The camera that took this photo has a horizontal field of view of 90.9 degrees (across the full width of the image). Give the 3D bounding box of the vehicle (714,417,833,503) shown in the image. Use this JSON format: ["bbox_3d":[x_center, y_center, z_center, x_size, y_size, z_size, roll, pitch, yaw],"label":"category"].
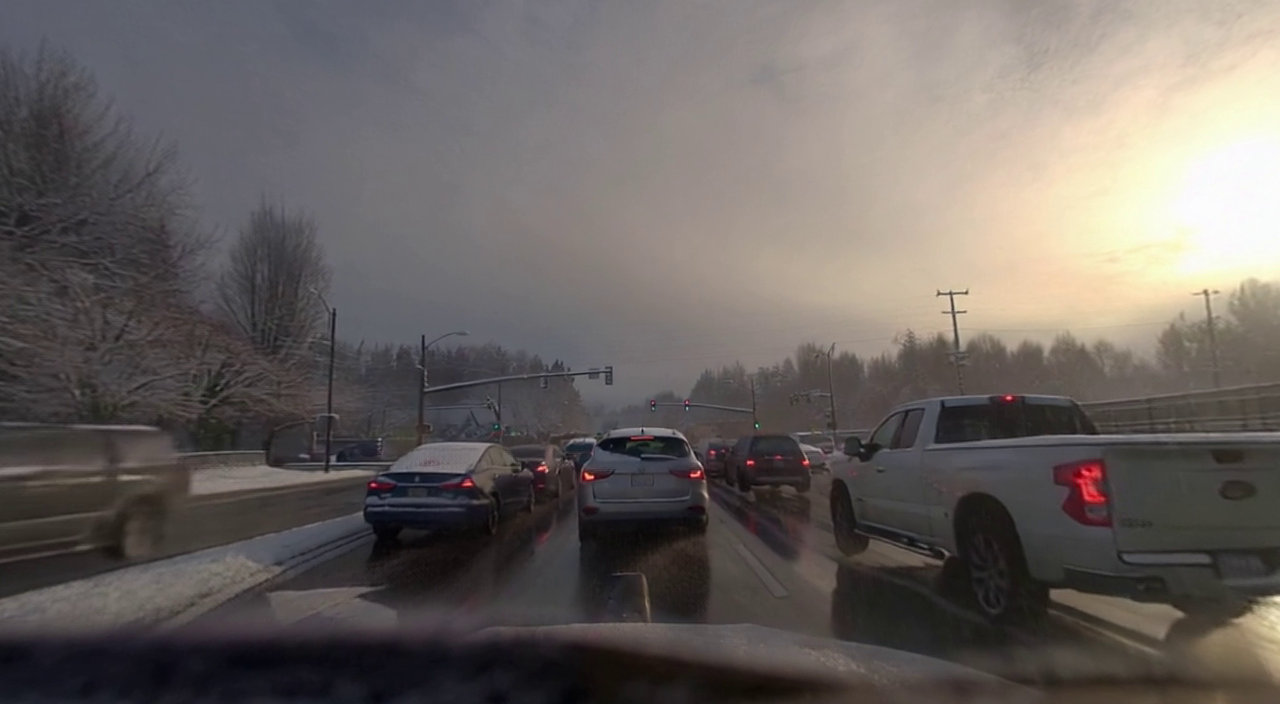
[{"bbox_3d":[3.654,3.112,18.567,2.408,2.100,5.668,0,-9,2],"label":"vehicle"}]

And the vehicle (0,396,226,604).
[{"bbox_3d":[-6.952,1.465,6.487,2.159,1.885,4.661,0,-9,0],"label":"vehicle"}]

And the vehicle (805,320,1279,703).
[{"bbox_3d":[3.410,1.215,5.675,2.317,1.857,5.940,0,-9,1],"label":"vehicle"}]

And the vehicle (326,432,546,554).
[{"bbox_3d":[-2.878,2.087,10.062,2.023,1.494,4.259,0,-9,1],"label":"vehicle"}]

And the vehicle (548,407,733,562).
[{"bbox_3d":[0.063,1.811,9.260,2.113,1.768,3.901,0,-9,2],"label":"vehicle"}]
